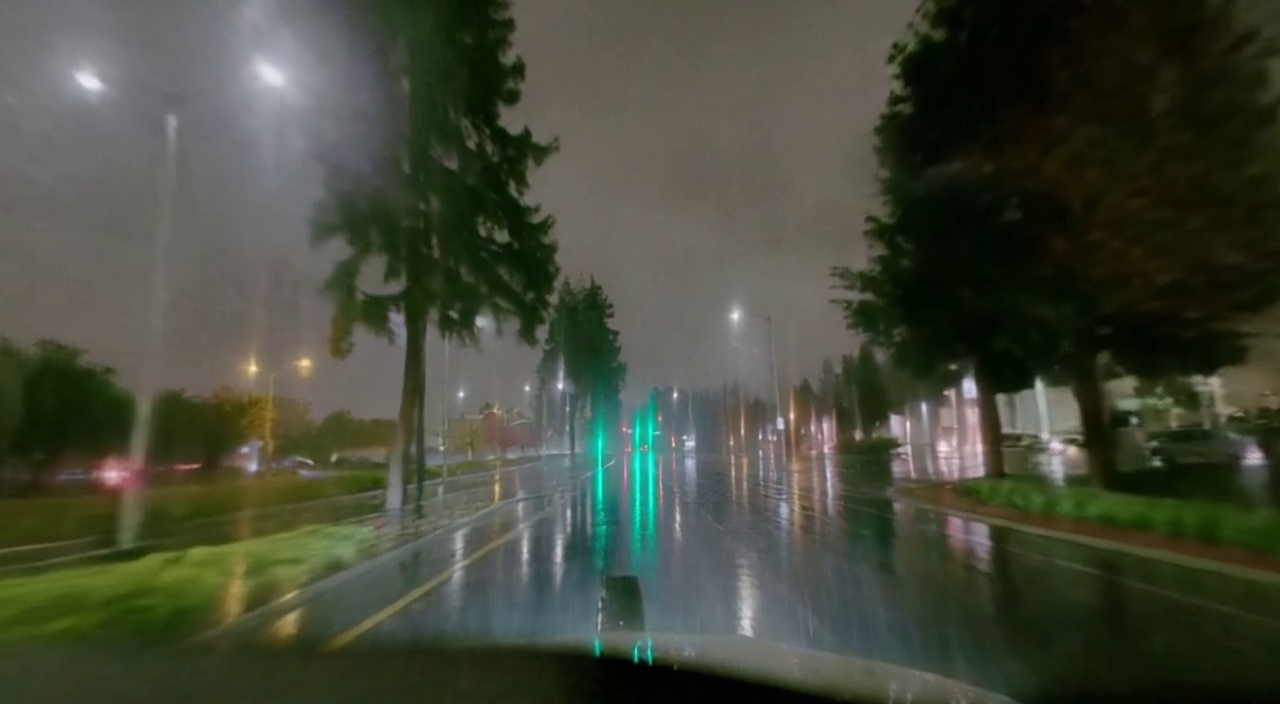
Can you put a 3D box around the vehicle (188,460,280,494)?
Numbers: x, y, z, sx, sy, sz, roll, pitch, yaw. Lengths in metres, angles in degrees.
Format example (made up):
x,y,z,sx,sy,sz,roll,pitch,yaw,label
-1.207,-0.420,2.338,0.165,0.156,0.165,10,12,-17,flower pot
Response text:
x,y,z,sx,sy,sz,roll,pitch,yaw,label
-21.821,6.699,34.185,2.014,1.522,4.398,-3,-8,1,vehicle
